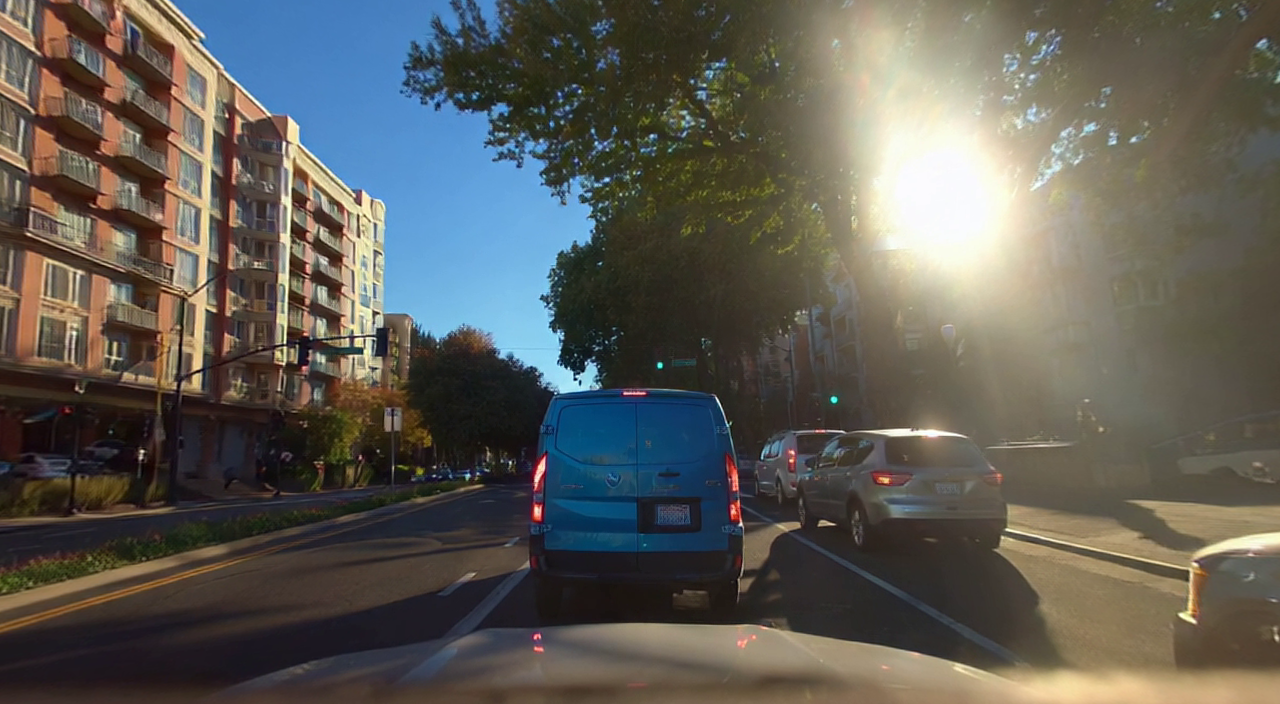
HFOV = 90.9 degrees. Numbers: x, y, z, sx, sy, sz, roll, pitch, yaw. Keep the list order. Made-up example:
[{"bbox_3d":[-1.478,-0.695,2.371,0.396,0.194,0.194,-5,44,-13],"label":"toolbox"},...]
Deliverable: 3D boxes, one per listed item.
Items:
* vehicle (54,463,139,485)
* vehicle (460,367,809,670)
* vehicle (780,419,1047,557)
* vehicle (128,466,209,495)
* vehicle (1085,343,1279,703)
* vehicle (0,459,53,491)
[{"bbox_3d":[-38.446,8.631,44.641,4.396,1.458,1.809,-1,-9,2],"label":"vehicle"},{"bbox_3d":[-0.031,1.323,6.040,2.101,1.828,4.270,0,-9,0],"label":"vehicle"},{"bbox_3d":[3.922,2.039,10.228,2.061,1.676,4.734,0,-9,-2],"label":"vehicle"},{"bbox_3d":[-33.244,9.071,44.527,4.292,1.492,1.772,-6,-14,-1],"label":"vehicle"},{"bbox_3d":[3.811,0.694,1.736,2.157,1.748,4.130,0,-9,1],"label":"vehicle"},{"bbox_3d":[-35.502,6.839,35.144,3.843,1.680,1.782,-1,-9,4],"label":"vehicle"}]
